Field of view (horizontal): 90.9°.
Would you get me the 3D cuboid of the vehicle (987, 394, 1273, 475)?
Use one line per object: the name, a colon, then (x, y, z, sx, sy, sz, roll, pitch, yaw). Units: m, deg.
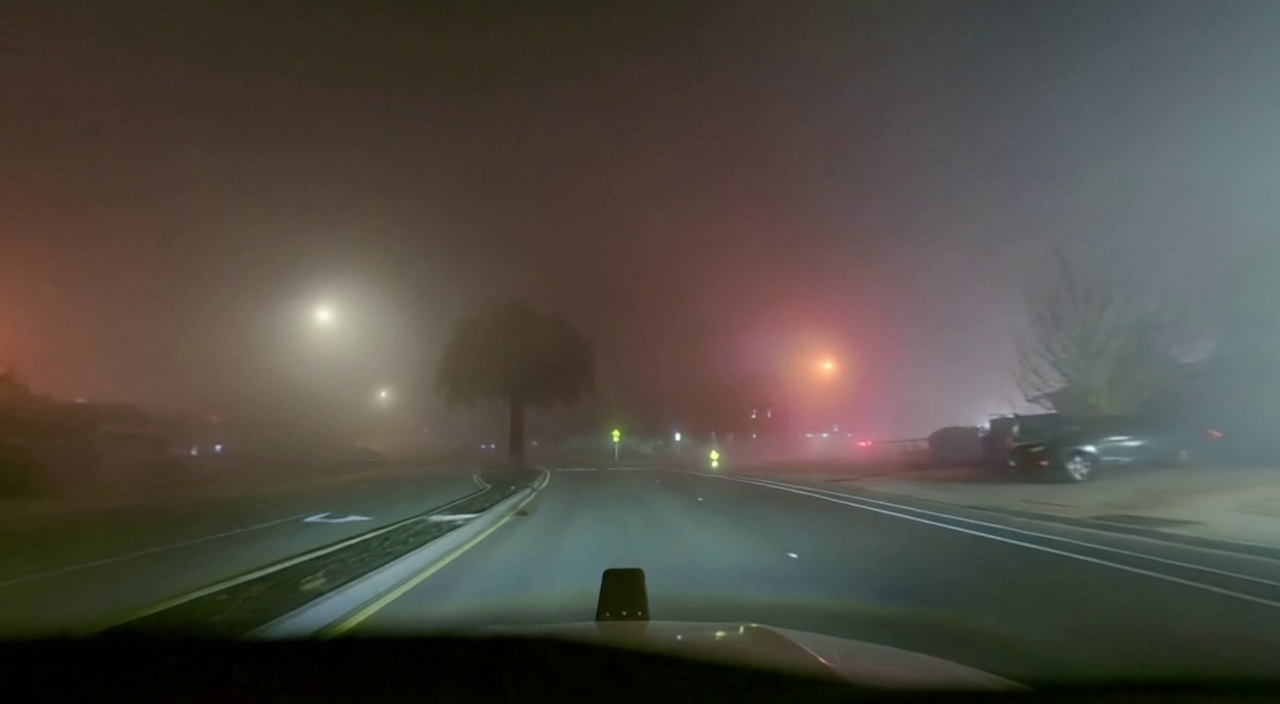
vehicle: (13.871, 2.487, 18.485, 6.051, 2.092, 2.231, -3, -11, 19)
